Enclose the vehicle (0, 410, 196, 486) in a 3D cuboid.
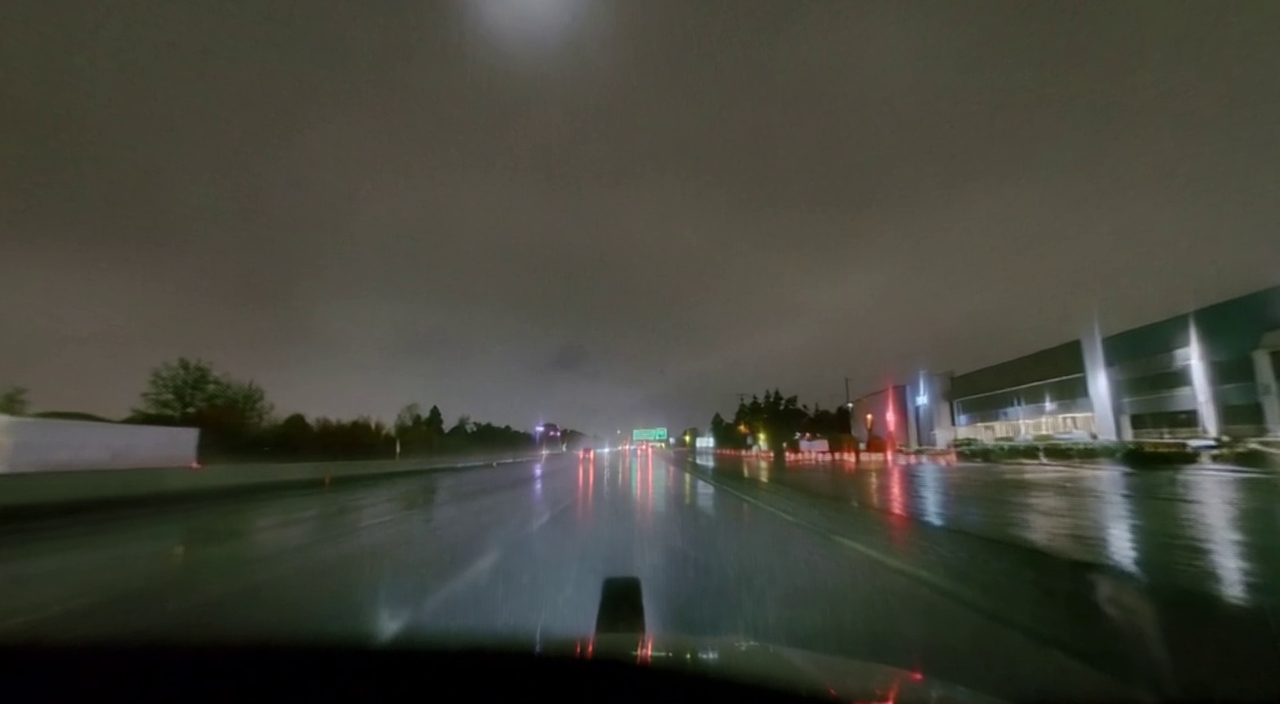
[{"bbox_3d":[-35.390,6.058,39.728,2.917,3.981,16.129,0,-9,0],"label":"vehicle"}]
